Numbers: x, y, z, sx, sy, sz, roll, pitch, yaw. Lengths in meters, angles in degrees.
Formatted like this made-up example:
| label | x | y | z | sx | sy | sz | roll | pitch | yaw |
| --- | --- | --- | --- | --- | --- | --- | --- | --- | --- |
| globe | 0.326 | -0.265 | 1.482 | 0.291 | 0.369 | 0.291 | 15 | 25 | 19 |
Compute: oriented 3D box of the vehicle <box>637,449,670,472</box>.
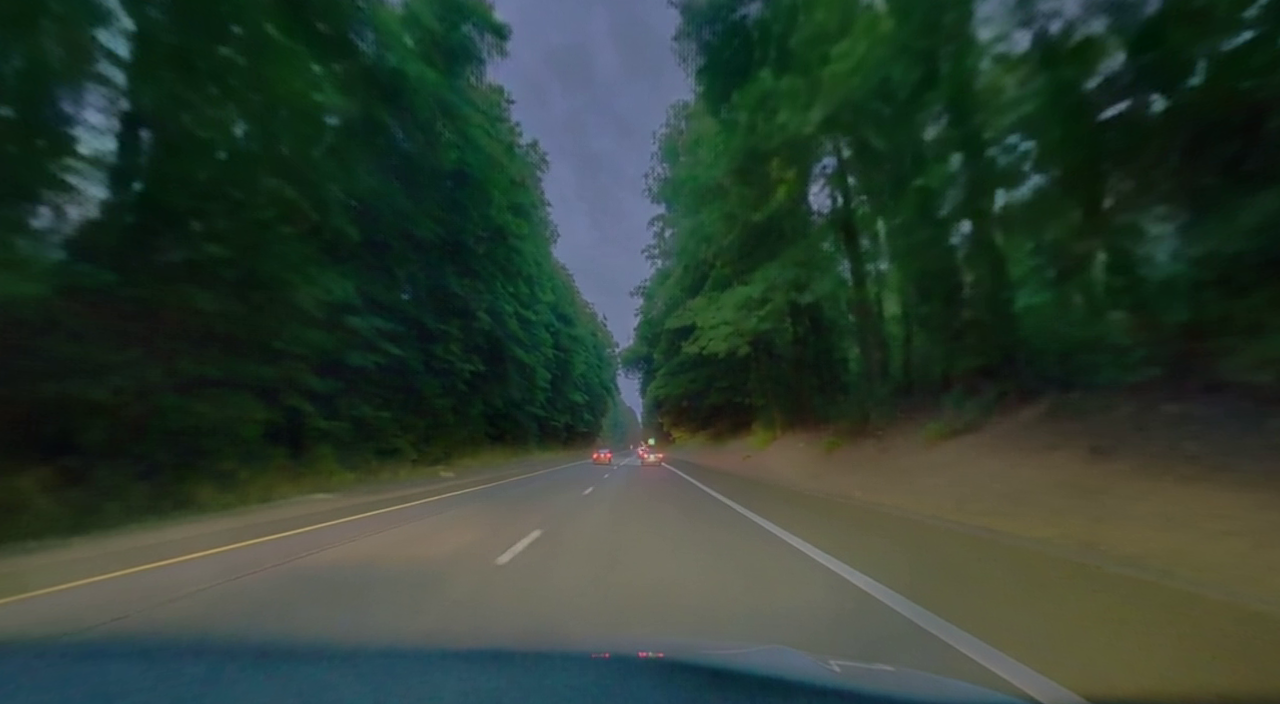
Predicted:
| label | x | y | z | sx | sy | sz | roll | pitch | yaw |
| --- | --- | --- | --- | --- | --- | --- | --- | --- | --- |
| vehicle | 0.858 | 7.266 | 42.404 | 2.046 | 1.452 | 4.407 | 0 | -9 | -1 |
